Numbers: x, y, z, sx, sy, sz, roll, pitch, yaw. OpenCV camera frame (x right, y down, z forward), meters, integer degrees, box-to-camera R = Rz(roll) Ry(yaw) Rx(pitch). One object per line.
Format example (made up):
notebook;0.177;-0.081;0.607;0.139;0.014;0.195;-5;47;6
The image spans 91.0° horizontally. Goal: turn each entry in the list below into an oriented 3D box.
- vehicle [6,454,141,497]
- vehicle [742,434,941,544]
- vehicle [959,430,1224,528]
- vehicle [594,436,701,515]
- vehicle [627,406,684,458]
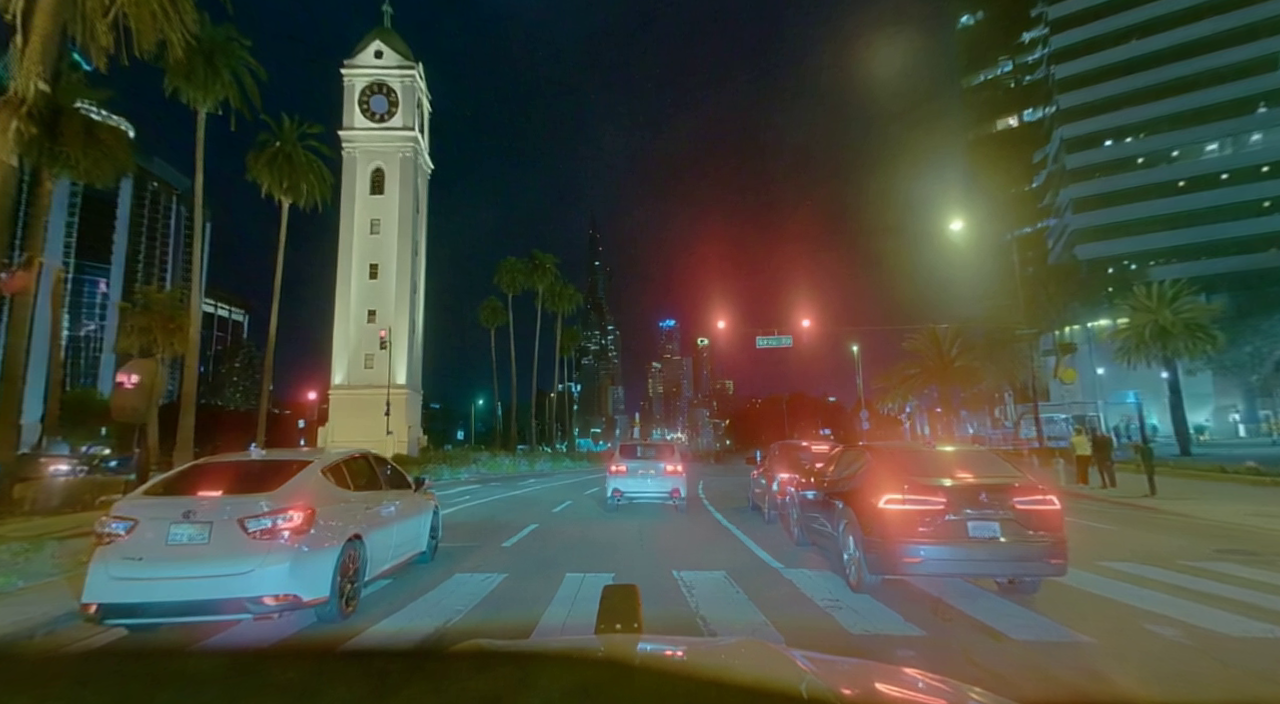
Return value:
vehicle;-26.705;5.779;29.951;2.105;1.793;4.812;0;-9;-4
vehicle;3.108;2.206;10.841;1.913;1.469;4.425;0;-9;-1
vehicle;8.182;2.318;12.049;1.859;1.508;4.259;0;-9;-1
vehicle;0.169;2.655;13.952;2.048;1.503;3.681;0;-9;1
vehicle;0.817;3.750;28.920;2.230;2.158;5.498;-1;-9;5
